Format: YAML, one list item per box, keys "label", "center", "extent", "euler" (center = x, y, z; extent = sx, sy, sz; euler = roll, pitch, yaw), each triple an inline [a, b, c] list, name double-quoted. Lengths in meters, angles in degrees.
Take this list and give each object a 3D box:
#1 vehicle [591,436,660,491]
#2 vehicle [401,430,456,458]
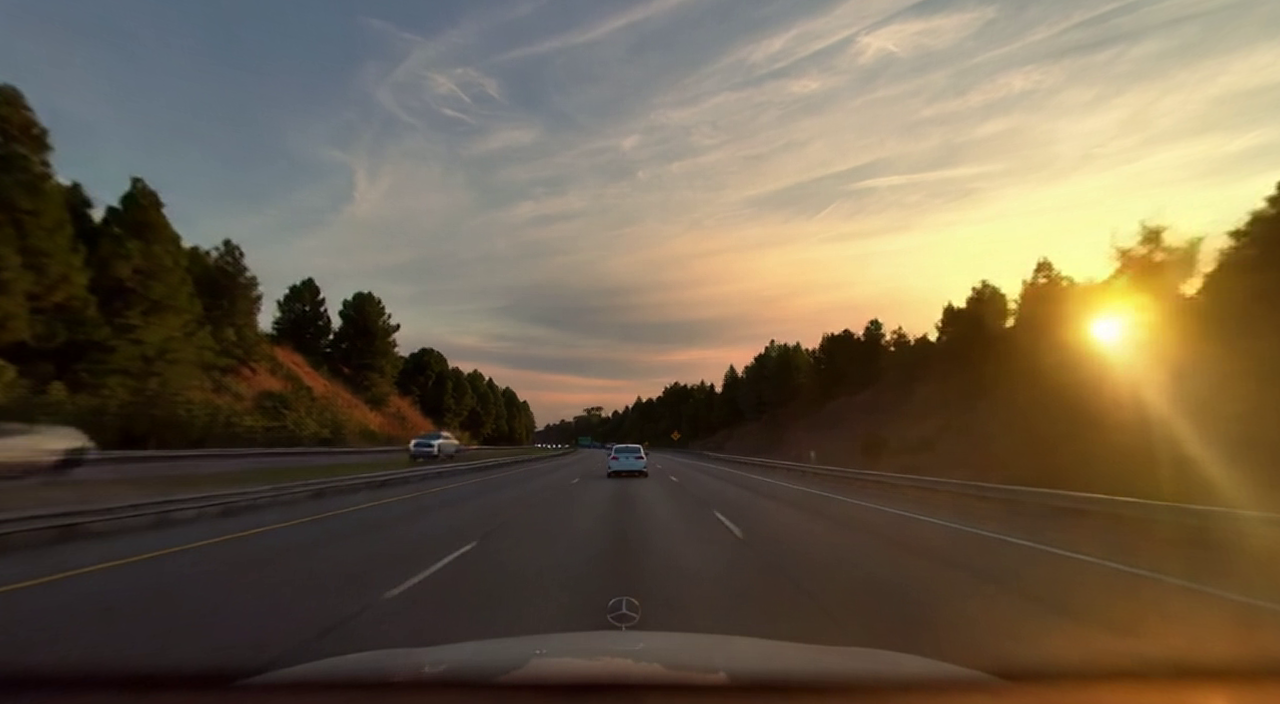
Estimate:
- label: "vehicle"
  center: [-0.461, 3.529, 20.303]
  extent: [2.011, 1.590, 3.607]
  euler: [0, -9, -1]
- label: "vehicle"
  center: [-14.030, 6.152, 42.127]
  extent: [2.090, 1.762, 4.769]
  euler: [0, -9, -1]
